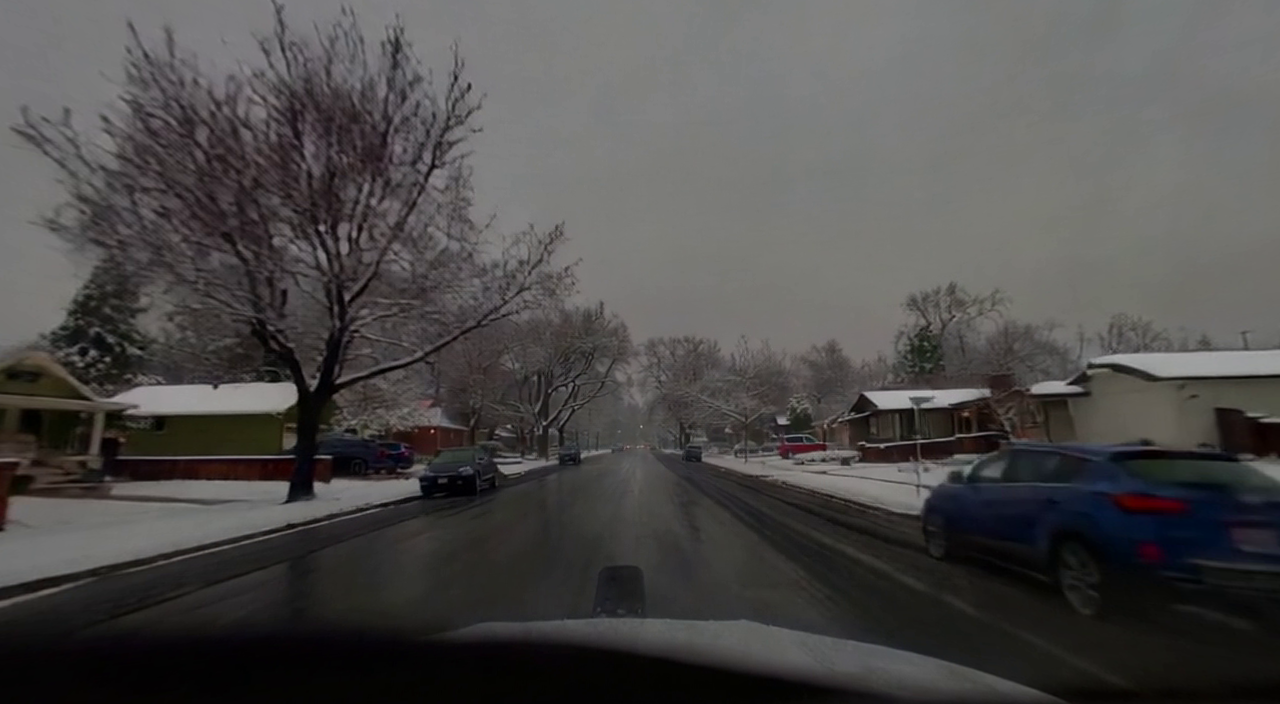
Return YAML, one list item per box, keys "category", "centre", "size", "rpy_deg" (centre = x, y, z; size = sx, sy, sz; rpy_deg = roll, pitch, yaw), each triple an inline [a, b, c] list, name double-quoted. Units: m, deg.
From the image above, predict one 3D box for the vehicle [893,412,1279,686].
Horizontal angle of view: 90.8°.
- category: "vehicle"
  centre: [4.280, 1.481, 5.947]
  size: [1.996, 1.585, 4.371]
  rpy_deg: [0, -9, 0]

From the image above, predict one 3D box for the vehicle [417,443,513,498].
- category: "vehicle"
  centre: [-5.684, 3.879, 21.112]
  size: [1.944, 1.621, 4.187]
  rpy_deg: [-1, -9, 1]

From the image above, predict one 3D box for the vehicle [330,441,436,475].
- category: "vehicle"
  centre: [-12.170, 5.021, 30.103]
  size: [4.135, 1.567, 1.944]
  rpy_deg: [0, -9, 2]

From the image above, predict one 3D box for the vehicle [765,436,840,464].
- category: "vehicle"
  centre: [11.312, 6.841, 44.090]
  size: [4.626, 1.880, 1.980]
  rpy_deg: [1, -9, -9]
